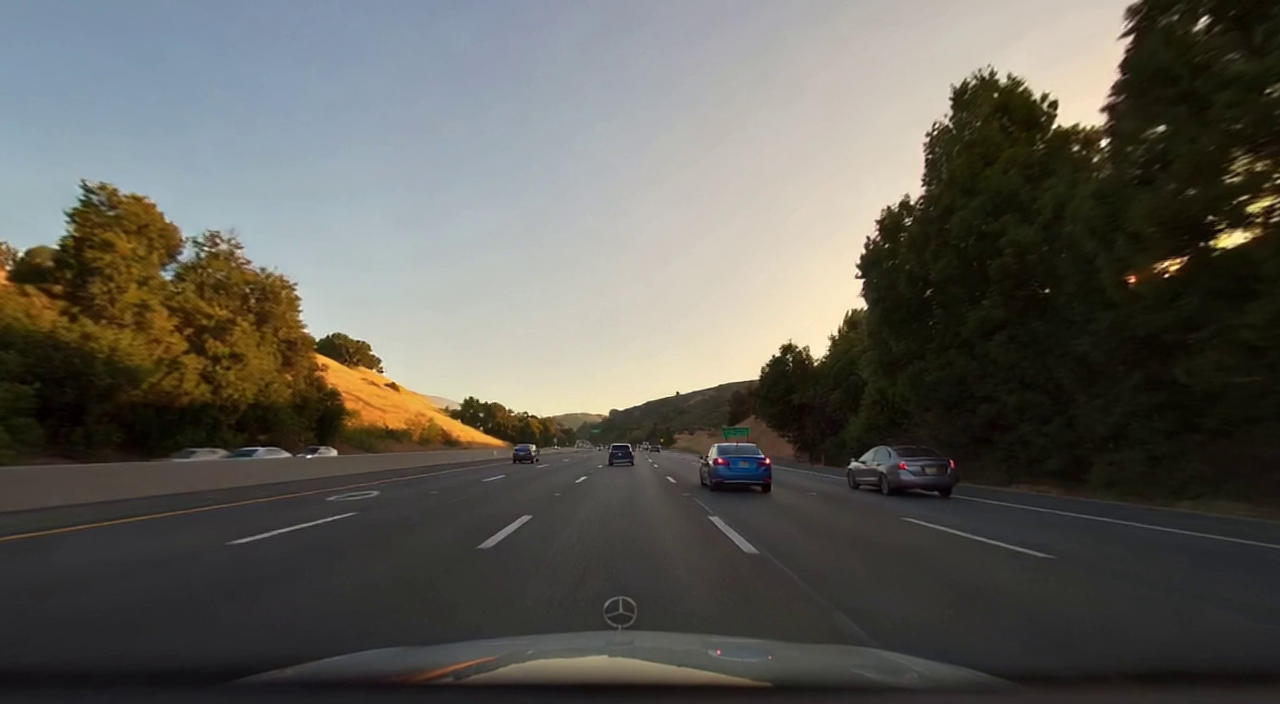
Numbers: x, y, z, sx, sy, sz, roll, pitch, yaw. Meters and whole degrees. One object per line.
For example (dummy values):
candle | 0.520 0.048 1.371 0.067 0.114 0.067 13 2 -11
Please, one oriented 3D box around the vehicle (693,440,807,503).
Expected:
vehicle | 2.844 3.219 17.576 2.120 1.492 4.734 0 -8 -3

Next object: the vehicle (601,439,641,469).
vehicle | -1.125 6.081 37.836 2.277 1.675 4.023 0 -8 -1

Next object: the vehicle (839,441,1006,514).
vehicle | 6.476 2.890 15.120 1.845 1.452 4.352 0 -8 -2
